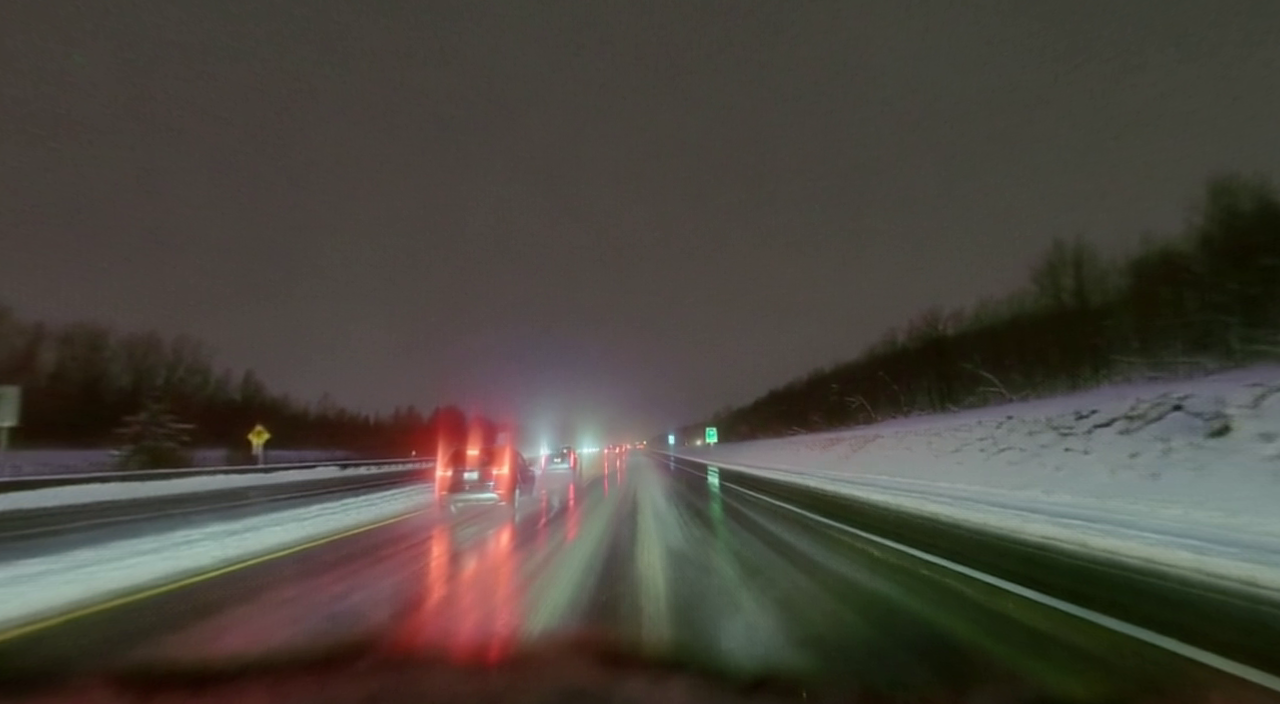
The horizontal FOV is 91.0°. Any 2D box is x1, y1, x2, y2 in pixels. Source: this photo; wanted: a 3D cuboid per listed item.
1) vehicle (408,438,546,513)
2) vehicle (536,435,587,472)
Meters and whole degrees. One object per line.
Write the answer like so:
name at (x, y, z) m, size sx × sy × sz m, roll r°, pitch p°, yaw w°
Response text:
vehicle at (-3.698, 2.890, 15.267) m, size 2.044 × 1.527 × 4.607 m, roll 0°, pitch -9°, yaw 1°
vehicle at (-4.206, 5.552, 34.609) m, size 2.177 × 1.852 × 4.427 m, roll 0°, pitch -9°, yaw 1°
